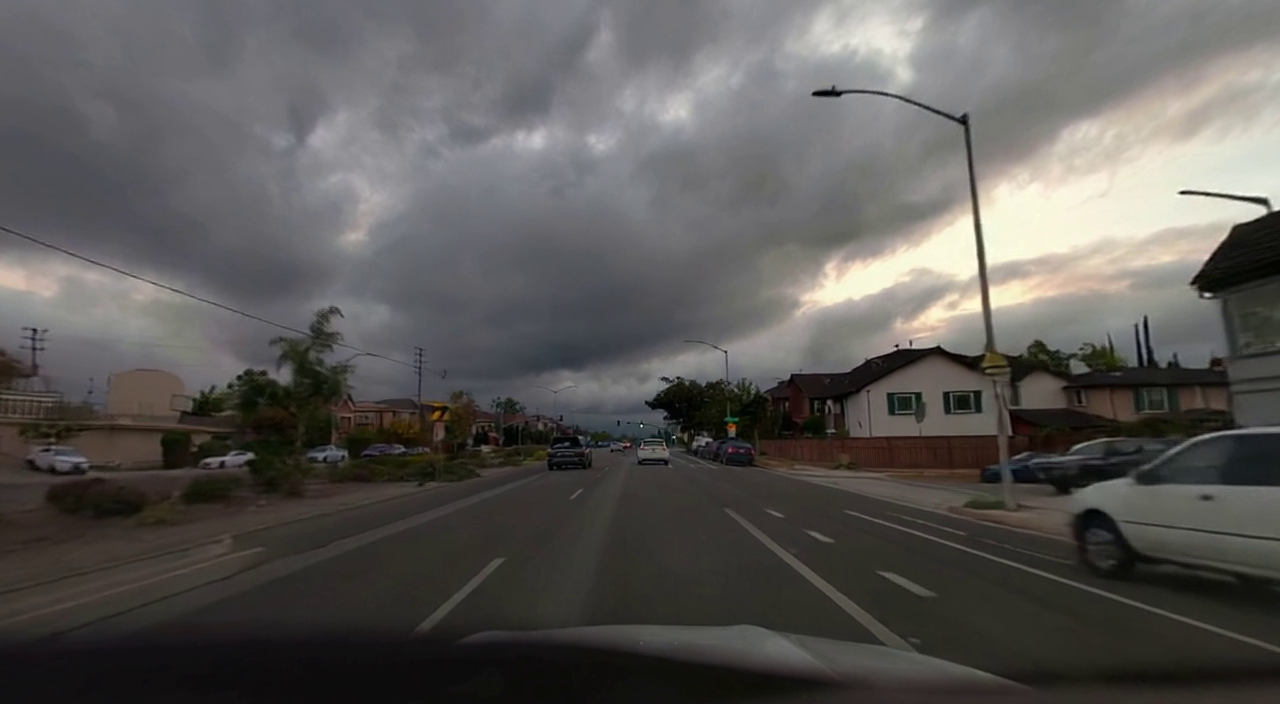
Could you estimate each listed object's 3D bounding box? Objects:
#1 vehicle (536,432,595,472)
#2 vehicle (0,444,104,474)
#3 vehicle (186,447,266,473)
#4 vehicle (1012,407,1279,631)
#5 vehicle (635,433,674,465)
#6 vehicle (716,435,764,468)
[{"bbox_3d":[-3.449,4.740,30.070,2.233,1.775,4.491,0,-8,0],"label":"vehicle"},{"bbox_3d":[-30.956,5.580,33.099,4.068,1.522,1.726,0,-9,-1],"label":"vehicle"},{"bbox_3d":[-25.467,6.641,39.089,1.839,1.463,4.705,0,-8,-1],"label":"vehicle"},{"bbox_3d":[5.965,1.431,5.834,2.032,1.713,4.932,0,-9,0],"label":"vehicle"},{"bbox_3d":[0.838,6.073,39.737,2.273,1.851,5.075,0,-8,-1],"label":"vehicle"},{"bbox_3d":[5.988,6.037,38.408,2.154,1.824,4.782,0,-8,0],"label":"vehicle"}]
